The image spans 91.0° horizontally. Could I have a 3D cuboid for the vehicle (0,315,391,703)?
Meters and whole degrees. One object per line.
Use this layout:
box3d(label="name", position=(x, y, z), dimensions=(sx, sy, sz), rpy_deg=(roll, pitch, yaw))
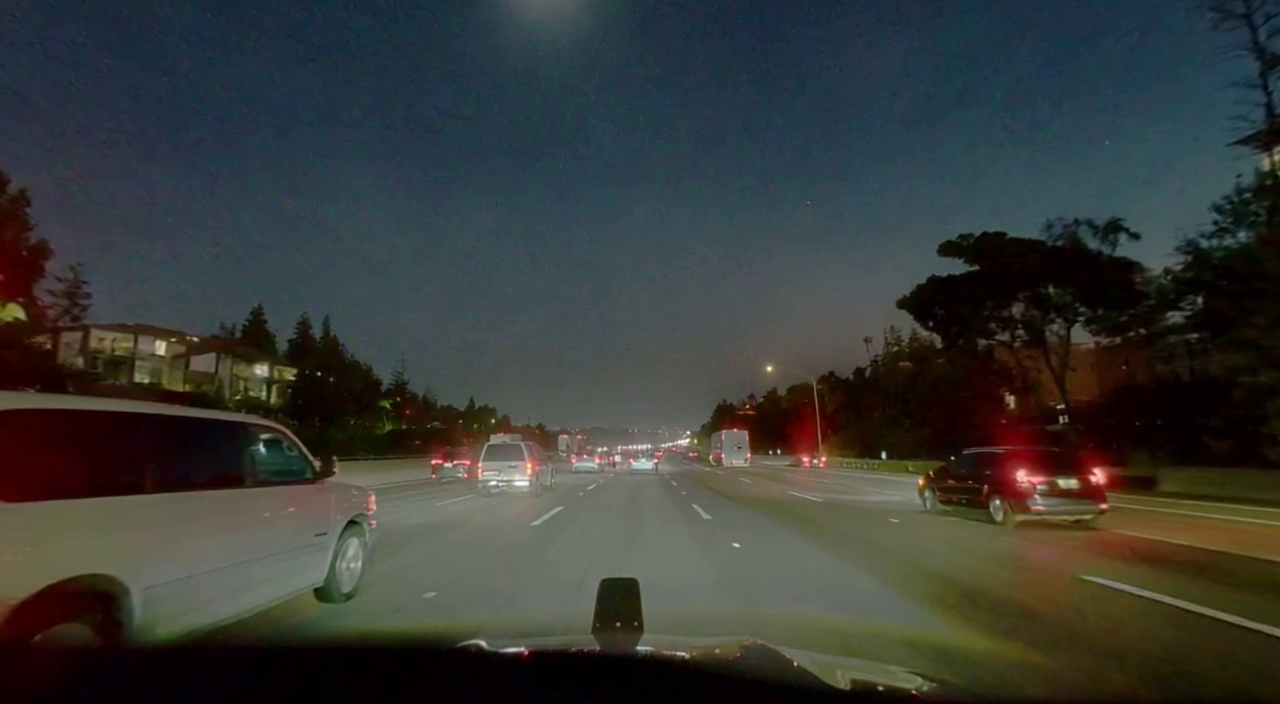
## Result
box3d(label="vehicle", position=(-3.481, 0.949, 3.427), dimensions=(2.234, 1.809, 4.768), rpy_deg=(0, -9, 0))

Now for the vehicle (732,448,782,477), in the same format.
box3d(label="vehicle", position=(6.346, 6.021, 34.481), dimensions=(1.895, 1.488, 4.254), rpy_deg=(0, -9, 0))

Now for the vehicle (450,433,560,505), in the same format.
box3d(label="vehicle", position=(-3.559, 3.198, 17.563), dimensions=(2.012, 1.734, 4.510), rpy_deg=(0, -9, 1))

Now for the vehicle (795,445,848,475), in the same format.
box3d(label="vehicle", position=(10.975, 6.560, 38.456), dimensions=(1.988, 1.676, 4.262), rpy_deg=(0, -9, 0))

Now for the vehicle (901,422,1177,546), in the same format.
box3d(label="vehicle", position=(6.581, 2.214, 11.160), dimensions=(1.992, 1.745, 4.329), rpy_deg=(0, -9, 0))

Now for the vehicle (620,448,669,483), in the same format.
box3d(label="vehicle", position=(0.200, 5.111, 28.659), dimensions=(2.053, 1.461, 3.941), rpy_deg=(0, -9, 1))

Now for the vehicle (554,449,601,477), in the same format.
box3d(label="vehicle", position=(-3.312, 6.009, 34.363), dimensions=(2.025, 1.449, 4.190), rpy_deg=(0, -9, 1))
